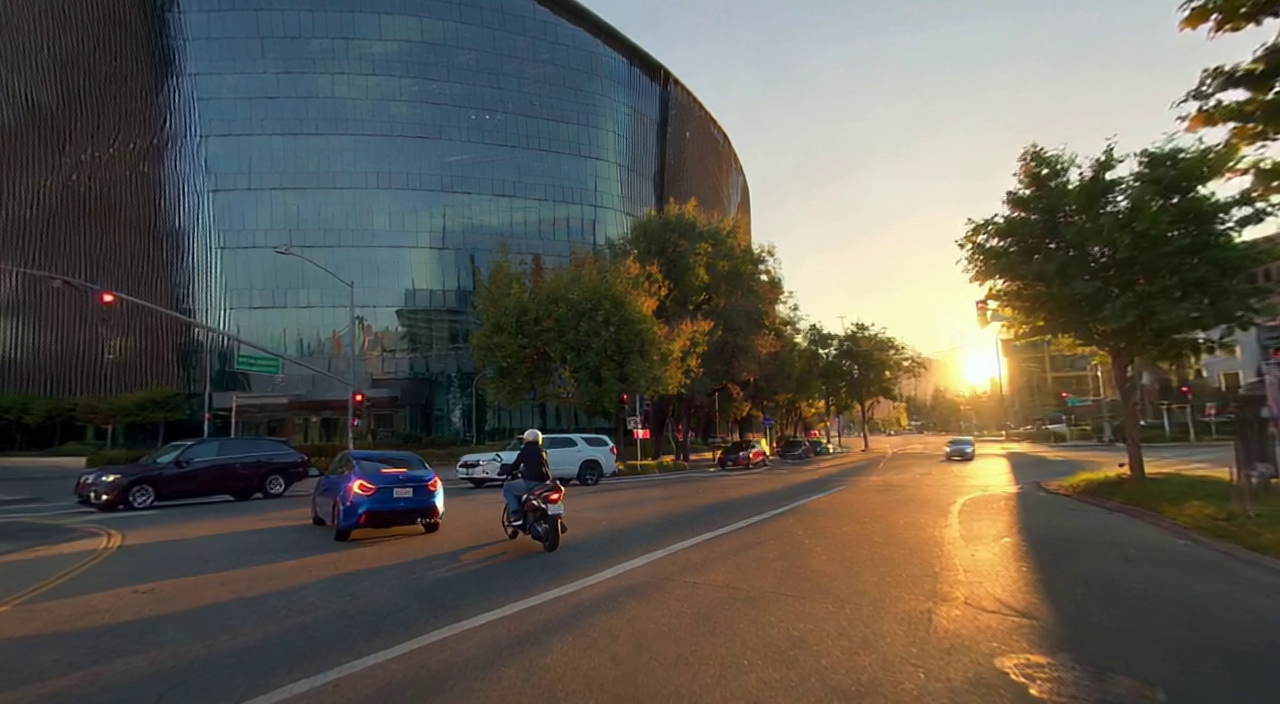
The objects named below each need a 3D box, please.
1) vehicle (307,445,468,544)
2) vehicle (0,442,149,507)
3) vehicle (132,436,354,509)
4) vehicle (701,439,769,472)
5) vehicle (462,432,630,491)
[{"bbox_3d":[-4.890,2.494,11.844,2.009,1.450,4.182,5,-10,-32],"label":"vehicle"},{"bbox_3d":[-17.189,3.485,18.208,4.380,1.727,2.052,-1,-8,4],"label":"vehicle"},{"bbox_3d":[-10.518,3.199,17.046,4.583,1.755,1.936,0,-8,-5],"label":"vehicle"},{"bbox_3d":[5.242,5.586,34.338,2.084,1.656,4.583,-5,-9,30],"label":"vehicle"},{"bbox_3d":[-3.477,4.048,23.895,5.833,1.960,2.341,5,-10,-32],"label":"vehicle"}]
